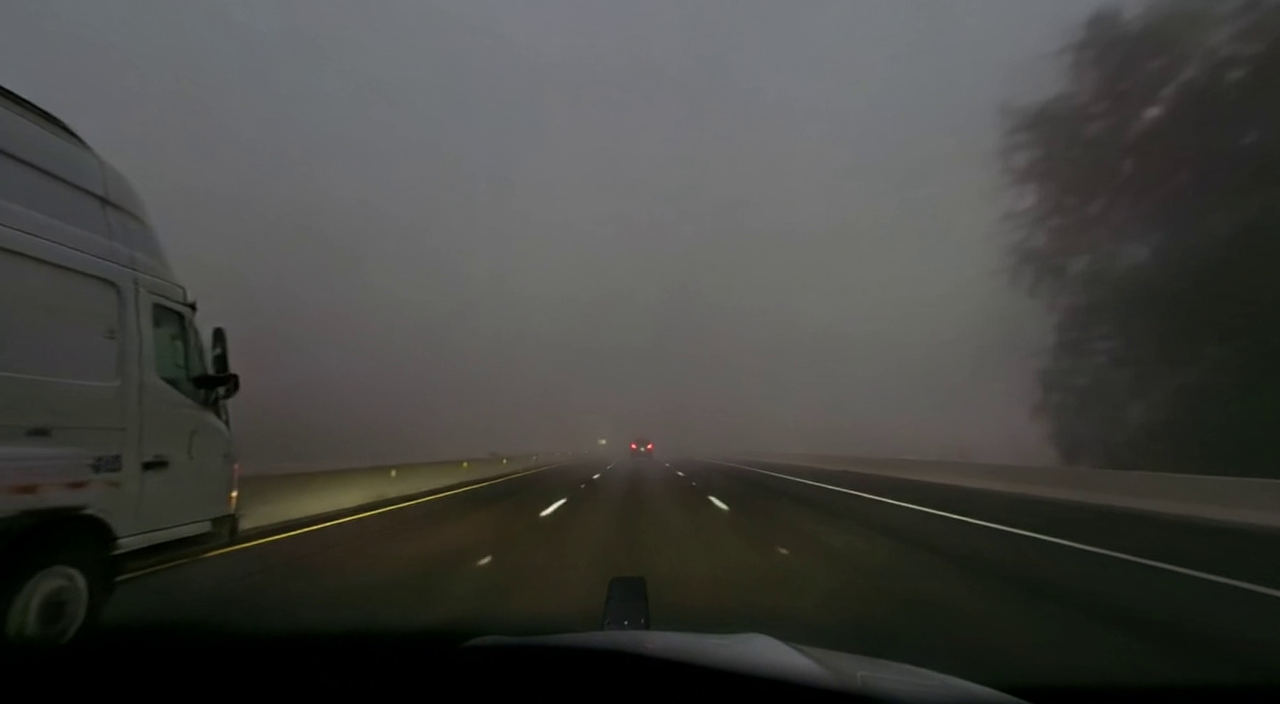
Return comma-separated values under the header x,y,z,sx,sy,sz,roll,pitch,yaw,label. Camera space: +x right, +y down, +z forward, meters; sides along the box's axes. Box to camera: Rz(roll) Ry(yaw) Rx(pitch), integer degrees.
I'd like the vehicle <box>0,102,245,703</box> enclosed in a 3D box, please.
x,y,z,sx,sy,sz,roll,pitch,yaw,label
-3.841,0.001,0.634,2.443,2.586,6.701,0,-8,0,vehicle
